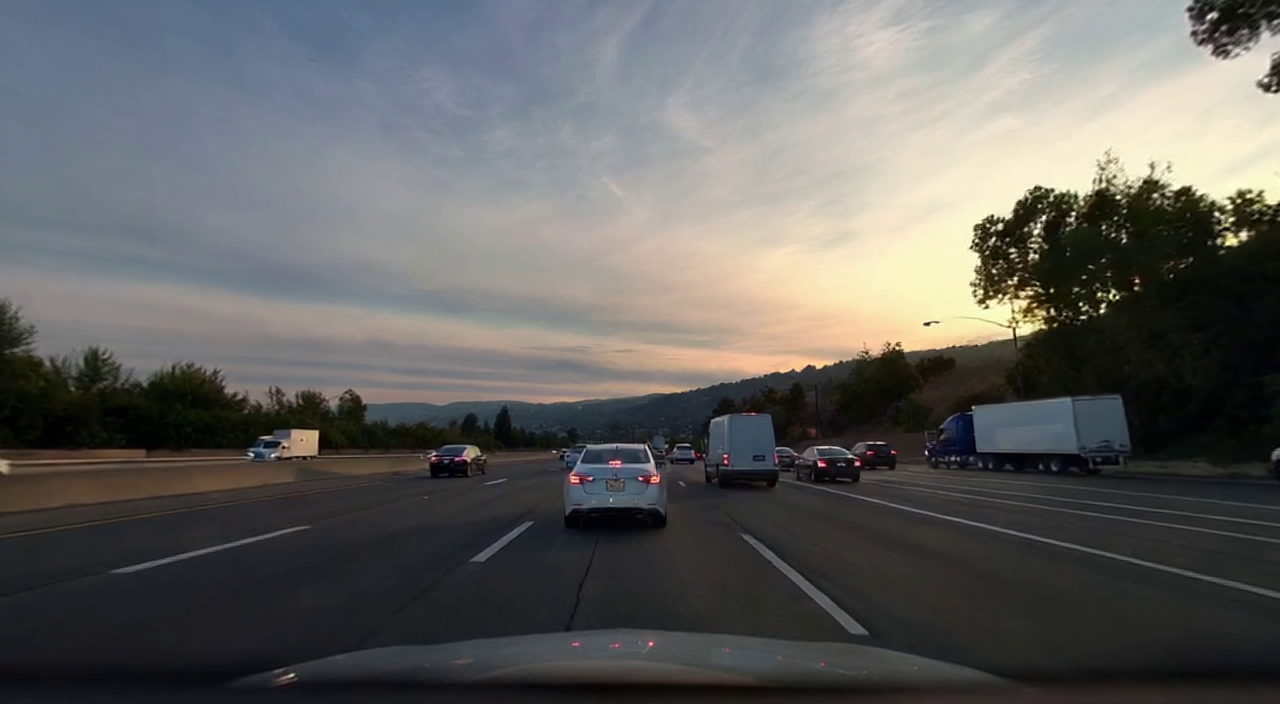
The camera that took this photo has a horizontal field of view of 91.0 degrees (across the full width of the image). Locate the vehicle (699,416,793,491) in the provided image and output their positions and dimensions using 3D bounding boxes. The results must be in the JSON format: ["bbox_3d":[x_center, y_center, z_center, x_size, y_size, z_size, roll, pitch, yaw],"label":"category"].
[{"bbox_3d":[3.582,3.607,22.551,2.440,2.313,5.266,0,-9,0],"label":"vehicle"}]

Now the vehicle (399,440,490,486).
[{"bbox_3d":[-7.325,4.213,24.145,2.010,1.557,4.449,0,-9,1],"label":"vehicle"}]

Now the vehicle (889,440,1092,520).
[{"bbox_3d":[7.636,2.810,14.391,2.021,1.505,4.480,0,-9,-1],"label":"vehicle"}]

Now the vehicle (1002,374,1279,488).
[{"bbox_3d":[21.401,3.608,27.831,2.970,4.079,10.086,3,-9,-14],"label":"vehicle"}]

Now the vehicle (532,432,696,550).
[{"bbox_3d":[-0.328,2.128,10.287,2.132,1.499,4.038,0,-9,0],"label":"vehicle"}]

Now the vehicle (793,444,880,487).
[{"bbox_3d":[7.446,4.315,24.311,1.942,1.482,4.250,0,-9,-1],"label":"vehicle"}]
